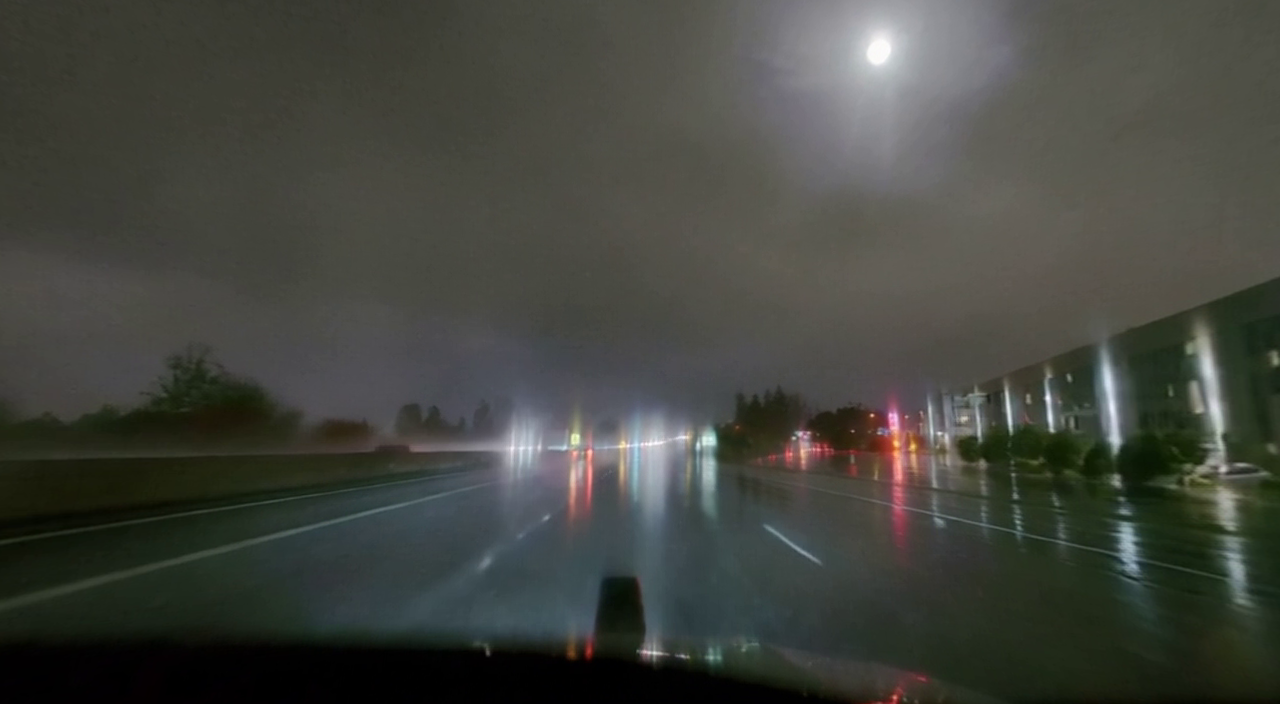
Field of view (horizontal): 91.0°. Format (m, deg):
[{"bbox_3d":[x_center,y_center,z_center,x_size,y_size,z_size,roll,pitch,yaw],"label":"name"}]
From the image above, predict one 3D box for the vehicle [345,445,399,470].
[{"bbox_3d":[-16.295,6.405,38.446,1.623,1.467,3.634,-1,-9,2],"label":"vehicle"}]
